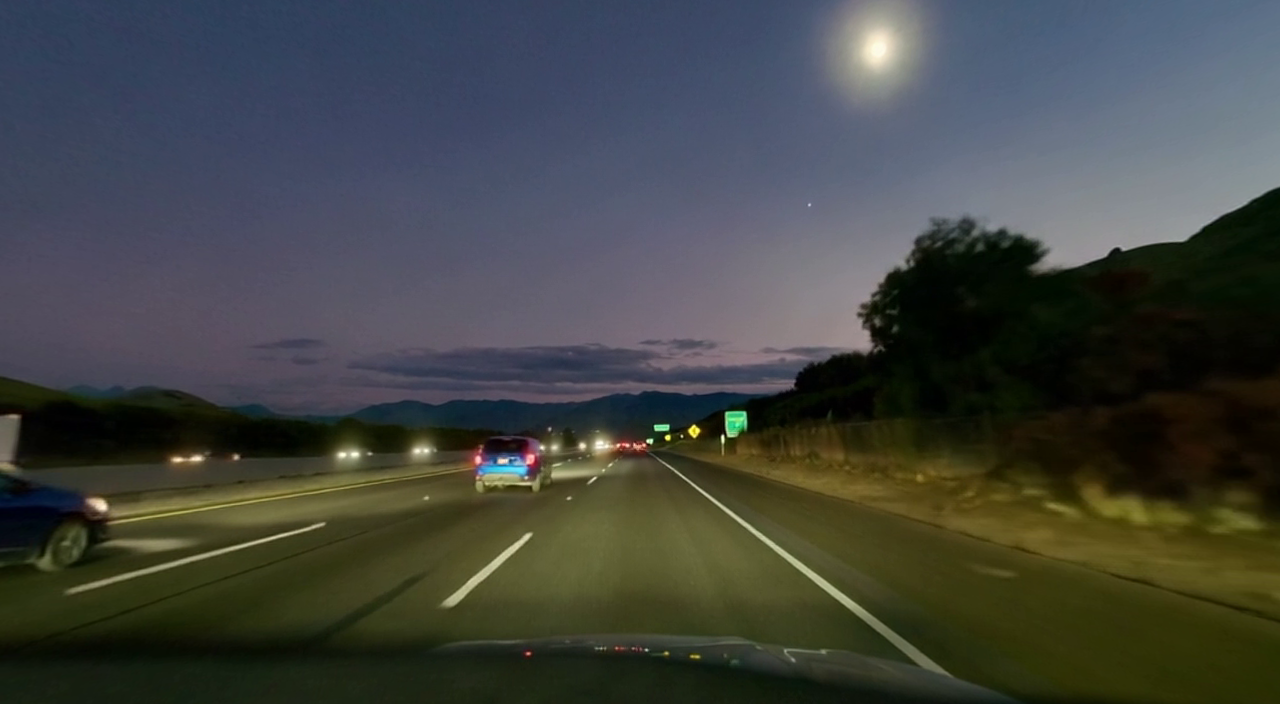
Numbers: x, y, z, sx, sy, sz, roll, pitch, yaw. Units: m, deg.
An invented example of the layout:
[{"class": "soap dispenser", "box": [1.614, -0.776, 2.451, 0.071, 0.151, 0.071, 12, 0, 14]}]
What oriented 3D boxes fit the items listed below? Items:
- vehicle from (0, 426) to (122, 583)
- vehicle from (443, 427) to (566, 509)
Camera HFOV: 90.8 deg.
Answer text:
[{"class": "vehicle", "box": [-7.203, 1.357, 5.259, 1.930, 1.508, 4.567, 0, -8, -1]}, {"class": "vehicle", "box": [-3.223, 2.876, 16.141, 2.029, 1.753, 4.718, 0, -8, 1]}]
